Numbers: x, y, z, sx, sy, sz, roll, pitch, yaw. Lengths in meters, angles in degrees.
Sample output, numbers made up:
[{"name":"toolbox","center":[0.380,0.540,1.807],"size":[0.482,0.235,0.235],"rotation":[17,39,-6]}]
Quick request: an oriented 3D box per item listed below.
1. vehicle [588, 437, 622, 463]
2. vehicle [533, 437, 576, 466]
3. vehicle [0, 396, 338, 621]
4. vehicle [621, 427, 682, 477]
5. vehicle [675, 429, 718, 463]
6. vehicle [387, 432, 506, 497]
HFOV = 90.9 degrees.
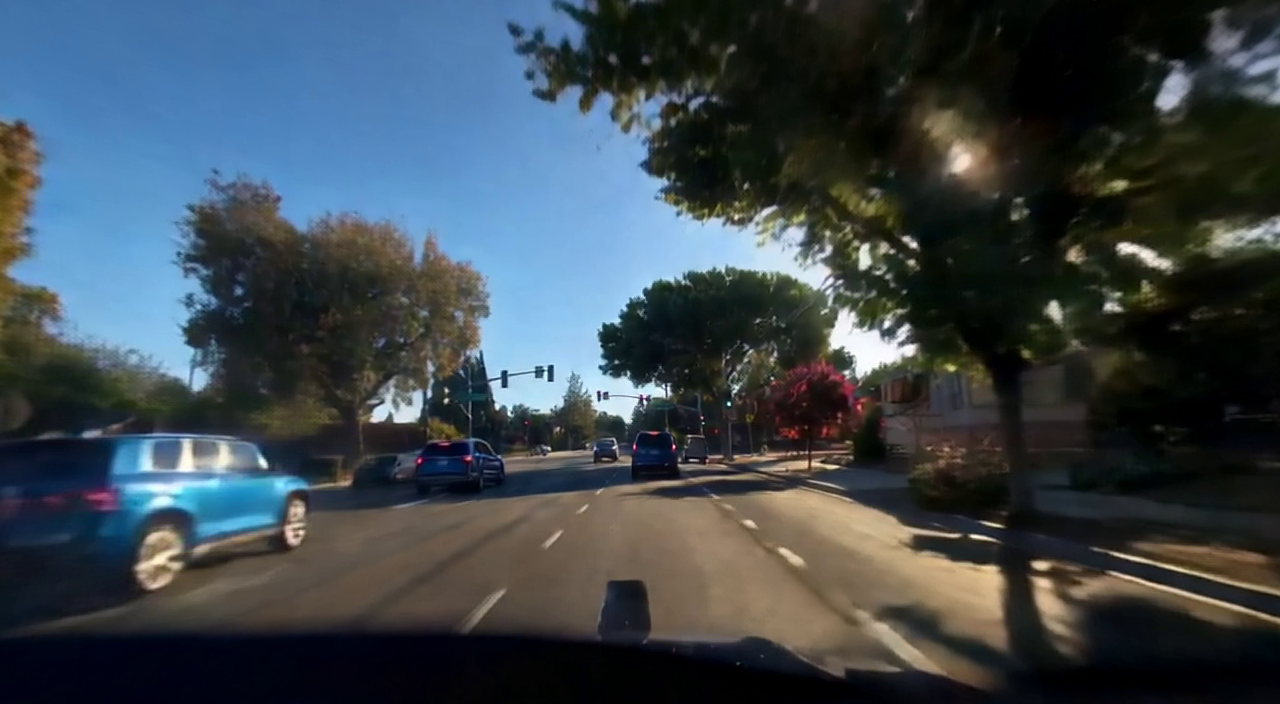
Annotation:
[{"name":"vehicle","center":[-2.303,6.648,42.948],"size":[2.058,1.659,4.514],"rotation":[0,-8,0]},{"name":"vehicle","center":[-5.285,6.237,39.464],"size":[2.108,1.689,4.316],"rotation":[0,-8,0]},{"name":"vehicle","center":[-5.445,1.513,7.029],"size":[2.193,1.687,4.507],"rotation":[0,-9,-5]},{"name":"vehicle","center":[0.442,3.991,25.262],"size":[2.235,1.778,4.178],"rotation":[0,-8,1]},{"name":"vehicle","center":[3.666,6.255,42.047],"size":[2.338,2.063,5.672],"rotation":[0,-9,0]},{"name":"vehicle","center":[-5.511,3.263,18.675],"size":[2.052,1.664,4.476],"rotation":[0,-9,1]}]
